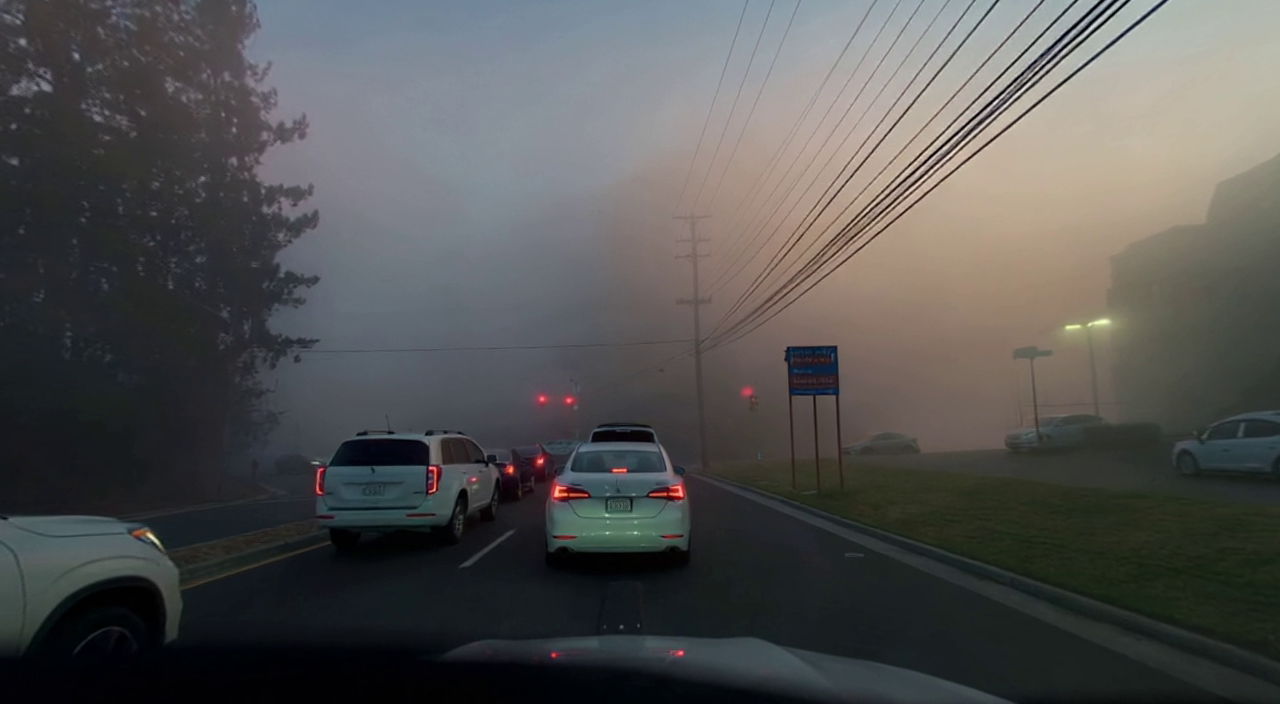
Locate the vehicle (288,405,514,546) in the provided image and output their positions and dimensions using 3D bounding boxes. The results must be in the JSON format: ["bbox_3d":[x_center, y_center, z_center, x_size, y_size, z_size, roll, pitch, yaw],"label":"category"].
[{"bbox_3d":[-3.848,2.089,11.371,2.147,1.963,4.927,0,-8,0],"label":"vehicle"}]

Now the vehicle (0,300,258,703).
[{"bbox_3d":[-3.593,0.633,1.522,2.085,1.943,5.053,0,-8,1],"label":"vehicle"}]

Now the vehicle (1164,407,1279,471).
[{"bbox_3d":[17.029,2.541,18.286,1.858,1.622,4.491,-5,-10,28],"label":"vehicle"}]

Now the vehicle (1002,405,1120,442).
[{"bbox_3d":[26.850,4.636,40.502,5.782,2.286,2.223,-1,-9,4],"label":"vehicle"}]

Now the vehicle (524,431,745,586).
[{"bbox_3d":[-0.103,1.804,8.146,2.121,1.474,3.968,0,-8,-2],"label":"vehicle"}]
